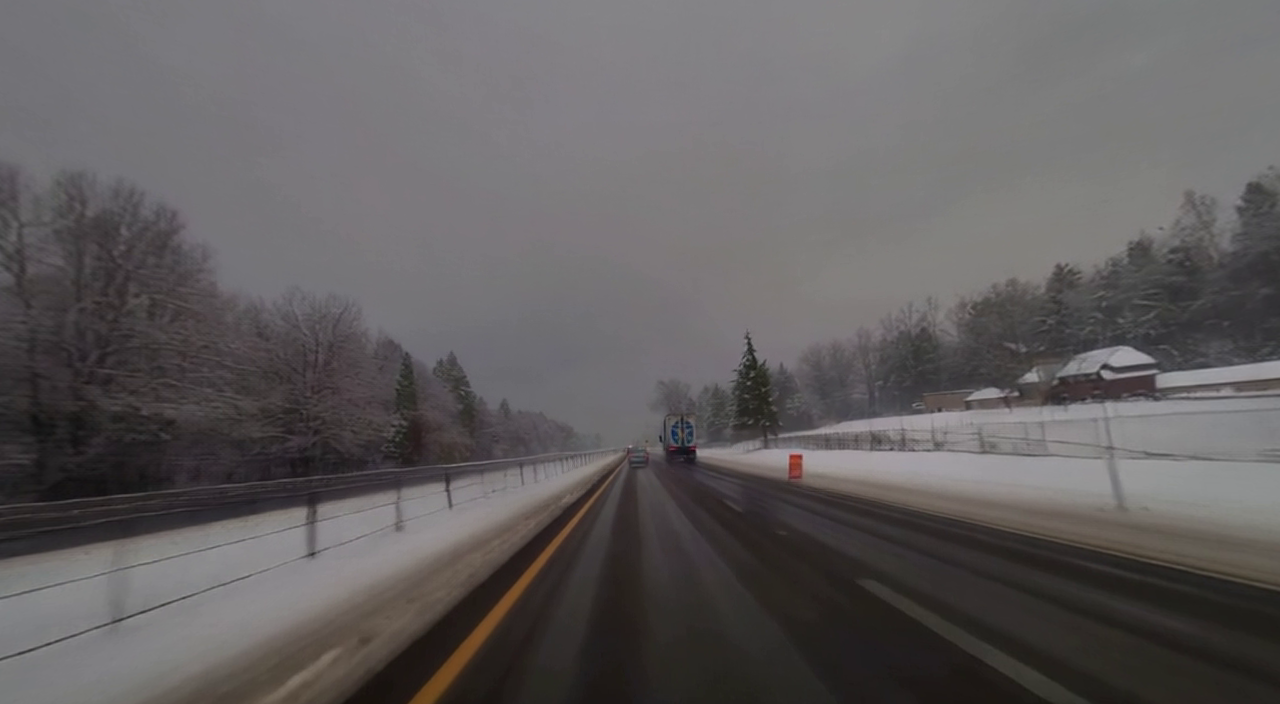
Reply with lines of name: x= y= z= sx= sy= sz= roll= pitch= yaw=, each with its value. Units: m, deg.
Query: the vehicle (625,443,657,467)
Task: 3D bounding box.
vehicle: x=0.029 y=7.004 z=42.994 sx=2.065 sy=1.573 sz=3.734 roll=0 pitch=-9 yaw=-1
